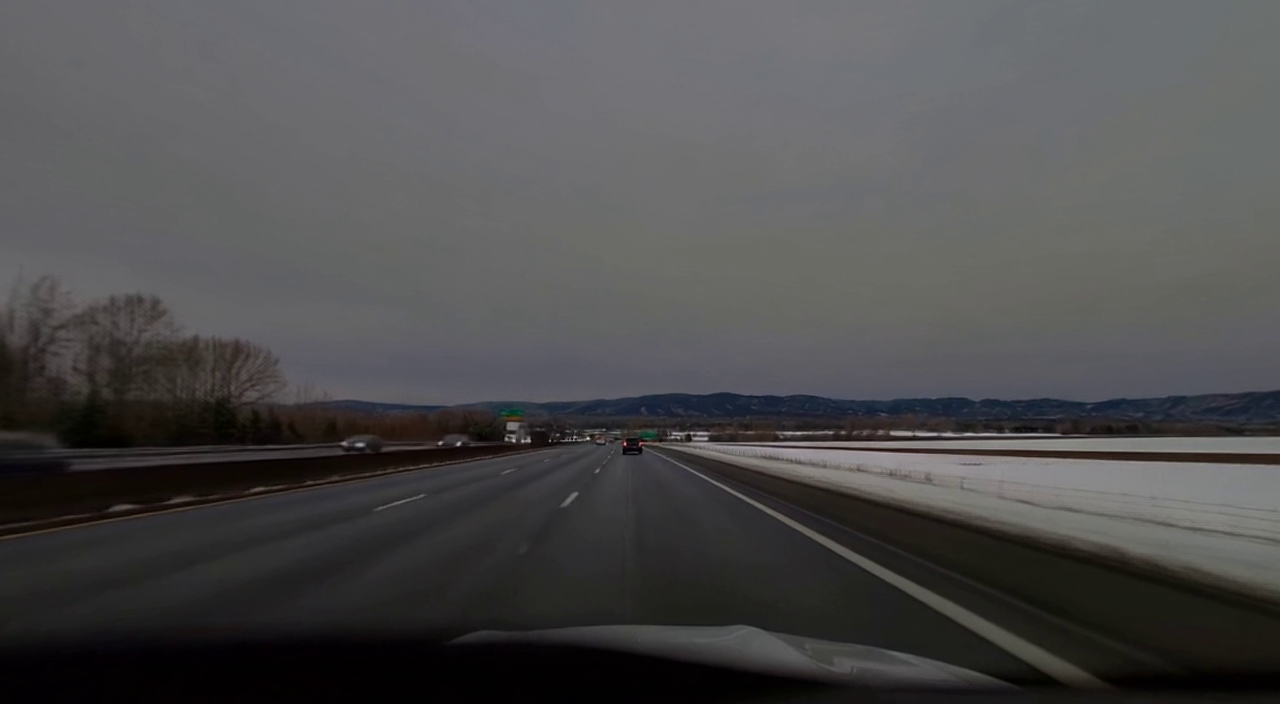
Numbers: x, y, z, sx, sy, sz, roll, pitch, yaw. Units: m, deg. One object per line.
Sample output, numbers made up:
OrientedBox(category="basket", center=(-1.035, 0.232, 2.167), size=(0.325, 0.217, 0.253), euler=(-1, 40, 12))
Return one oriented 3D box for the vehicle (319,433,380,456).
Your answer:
OrientedBox(category="vehicle", center=(-19.763, 6.324, 43.060), size=(2.081, 1.507, 4.533), euler=(0, -8, -1))
